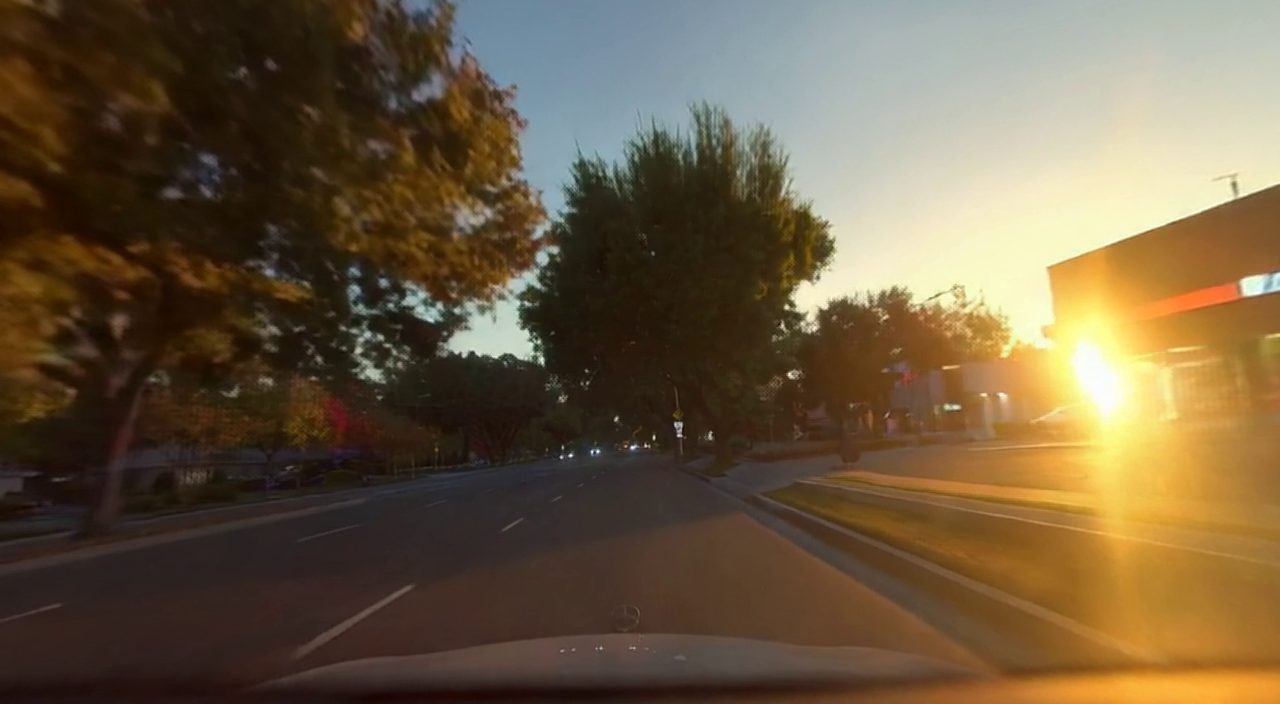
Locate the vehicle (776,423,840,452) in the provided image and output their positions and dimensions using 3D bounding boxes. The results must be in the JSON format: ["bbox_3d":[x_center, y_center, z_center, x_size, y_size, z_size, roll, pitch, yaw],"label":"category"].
[{"bbox_3d":[12.738,6.572,48.251,1.939,1.753,4.974,2,-12,-23],"label":"vehicle"}]
